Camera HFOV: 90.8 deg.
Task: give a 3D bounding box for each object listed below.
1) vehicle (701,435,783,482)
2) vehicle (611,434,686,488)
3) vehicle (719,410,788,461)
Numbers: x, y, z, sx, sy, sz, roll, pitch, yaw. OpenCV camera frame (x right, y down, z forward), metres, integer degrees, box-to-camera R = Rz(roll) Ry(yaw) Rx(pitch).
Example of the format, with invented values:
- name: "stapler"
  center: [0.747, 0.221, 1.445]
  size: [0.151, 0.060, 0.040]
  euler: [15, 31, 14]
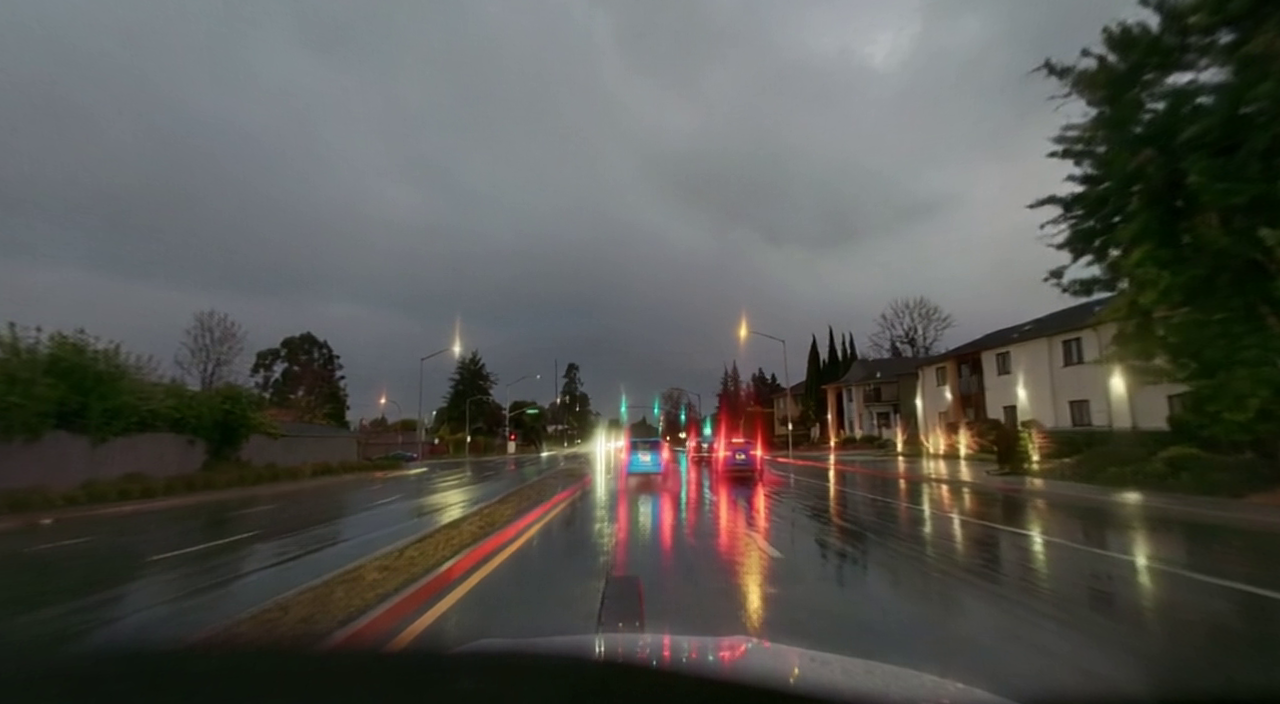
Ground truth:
- name: "vehicle"
  center: [3.550, 3.816, 22.869]
  size: [2.161, 1.519, 4.568]
  euler: [0, -9, 0]
- name: "vehicle"
  center: [0.236, 3.339, 19.656]
  size: [2.093, 1.497, 4.010]
  euler: [0, -9, 0]
- name: "vehicle"
  center: [7.951, 6.234, 46.246]
  size: [2.940, 3.202, 12.480]
  euler: [0, -9, 1]
